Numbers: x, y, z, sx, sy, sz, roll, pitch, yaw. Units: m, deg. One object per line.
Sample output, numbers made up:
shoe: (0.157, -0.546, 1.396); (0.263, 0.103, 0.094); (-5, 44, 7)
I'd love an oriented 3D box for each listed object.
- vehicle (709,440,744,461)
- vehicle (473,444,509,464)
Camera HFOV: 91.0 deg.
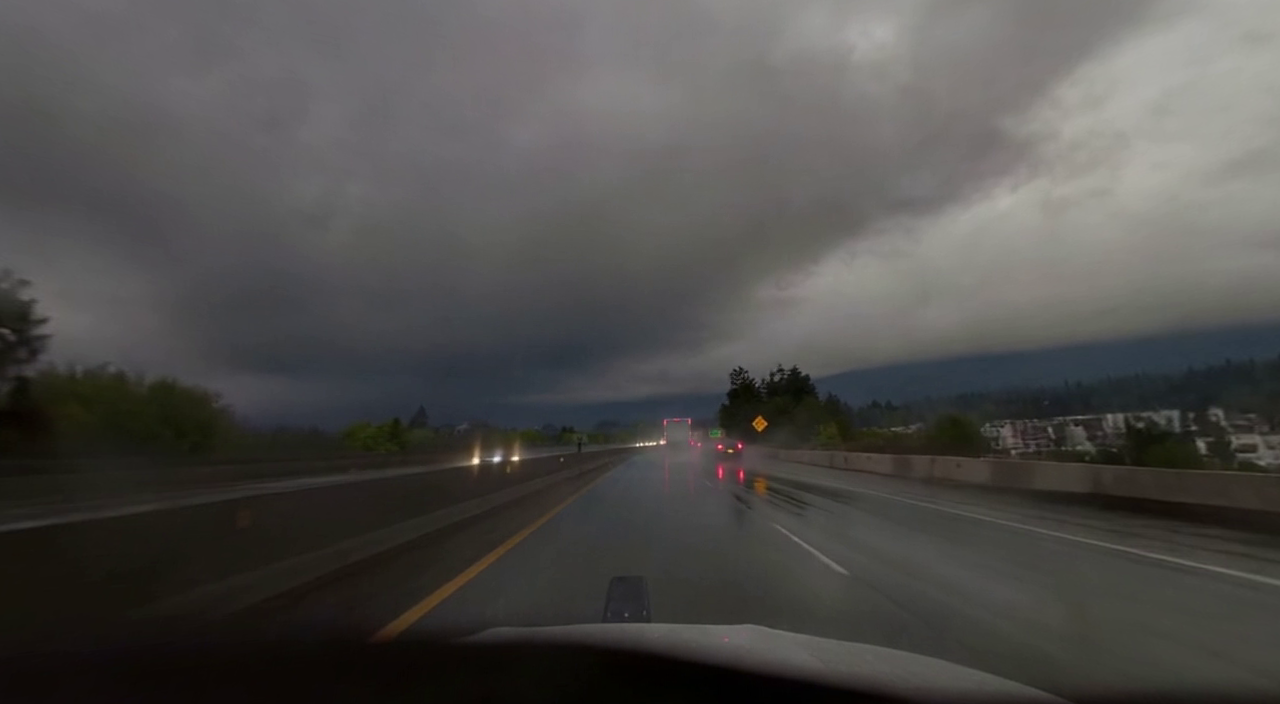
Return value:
vehicle: (6.283, 7.203, 46.107); (2.007, 1.470, 4.040); (0, -8, 1)
vehicle: (-11.321, 7.745, 48.043); (1.781, 1.462, 3.694); (0, -8, 1)
